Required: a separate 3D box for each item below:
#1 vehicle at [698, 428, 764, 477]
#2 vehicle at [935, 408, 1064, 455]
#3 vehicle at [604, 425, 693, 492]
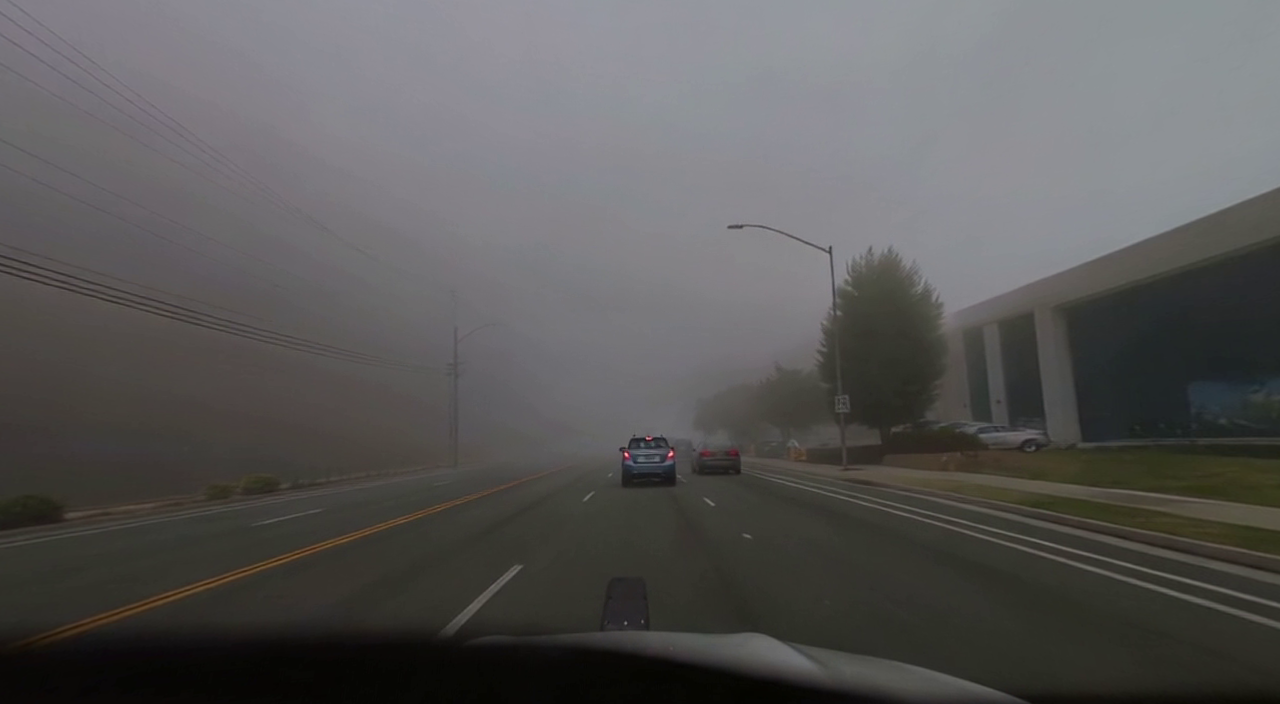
[{"bbox_3d":[3.441,3.872,24.490,1.914,1.698,4.049,0,-8,-1],"label":"vehicle"},{"bbox_3d":[15.827,3.552,27.892,4.366,1.701,1.965,-4,-9,-1],"label":"vehicle"},{"bbox_3d":[0.202,2.955,17.759,2.200,1.653,4.127,0,-8,0],"label":"vehicle"}]
